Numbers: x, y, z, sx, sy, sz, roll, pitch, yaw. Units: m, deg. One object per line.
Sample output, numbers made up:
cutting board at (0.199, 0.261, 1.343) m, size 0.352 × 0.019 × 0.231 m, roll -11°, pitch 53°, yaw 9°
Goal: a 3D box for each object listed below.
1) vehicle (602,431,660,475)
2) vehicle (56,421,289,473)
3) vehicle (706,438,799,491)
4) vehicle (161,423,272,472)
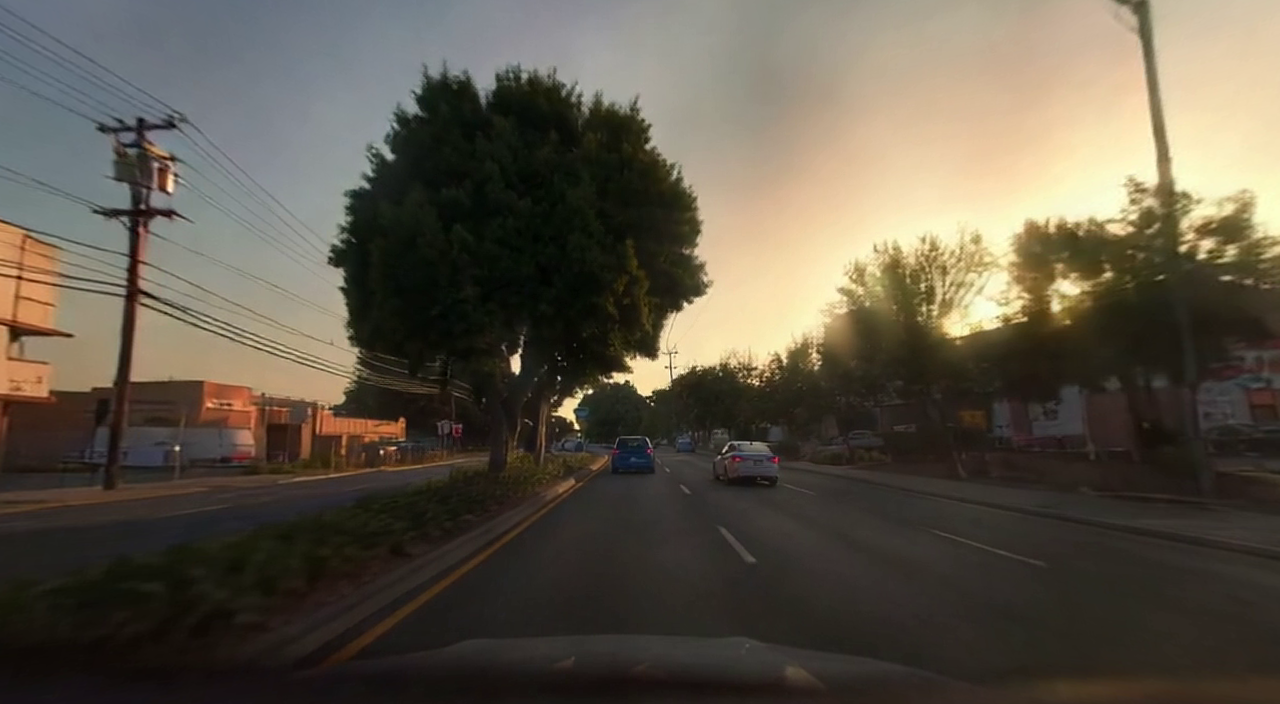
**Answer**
vehicle at (-0.377, 4.575, 28.724) m, size 2.441 × 1.813 × 4.581 m, roll 0°, pitch -8°, yaw 0°
vehicle at (-28.024, 5.721, 38.469) m, size 11.007 × 2.864 × 3.115 m, roll 1°, pitch -7°, yaw -11°
vehicle at (3.381, 3.471, 19.895) m, size 1.954 × 1.479 × 4.557 m, roll 0°, pitch -8°, yaw -2°
vehicle at (-24.086, 5.430, 36.042) m, size 4.412 × 2.662 × 2.544 m, roll 1°, pitch -8°, yaw -10°
